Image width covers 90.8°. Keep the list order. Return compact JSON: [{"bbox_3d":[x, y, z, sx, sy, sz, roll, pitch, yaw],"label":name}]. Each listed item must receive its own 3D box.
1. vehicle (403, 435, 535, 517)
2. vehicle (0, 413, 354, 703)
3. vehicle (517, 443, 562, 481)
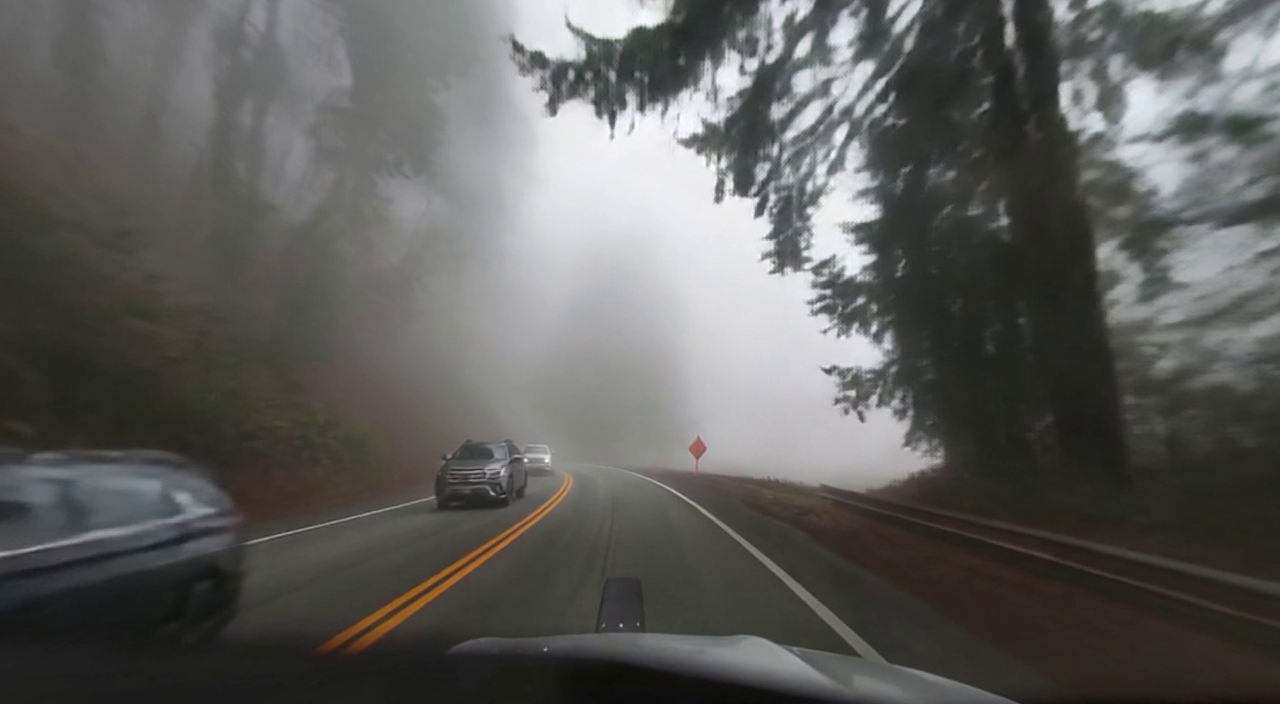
[{"bbox_3d":[-4.036,3.000,15.904,2.177,1.721,4.794,1,-8,-3],"label":"vehicle"},{"bbox_3d":[-3.079,0.980,2.413,2.032,1.444,4.164,0,-8,0],"label":"vehicle"},{"bbox_3d":[-5.060,5.573,32.392,2.057,1.792,4.457,1,-9,-7],"label":"vehicle"}]
